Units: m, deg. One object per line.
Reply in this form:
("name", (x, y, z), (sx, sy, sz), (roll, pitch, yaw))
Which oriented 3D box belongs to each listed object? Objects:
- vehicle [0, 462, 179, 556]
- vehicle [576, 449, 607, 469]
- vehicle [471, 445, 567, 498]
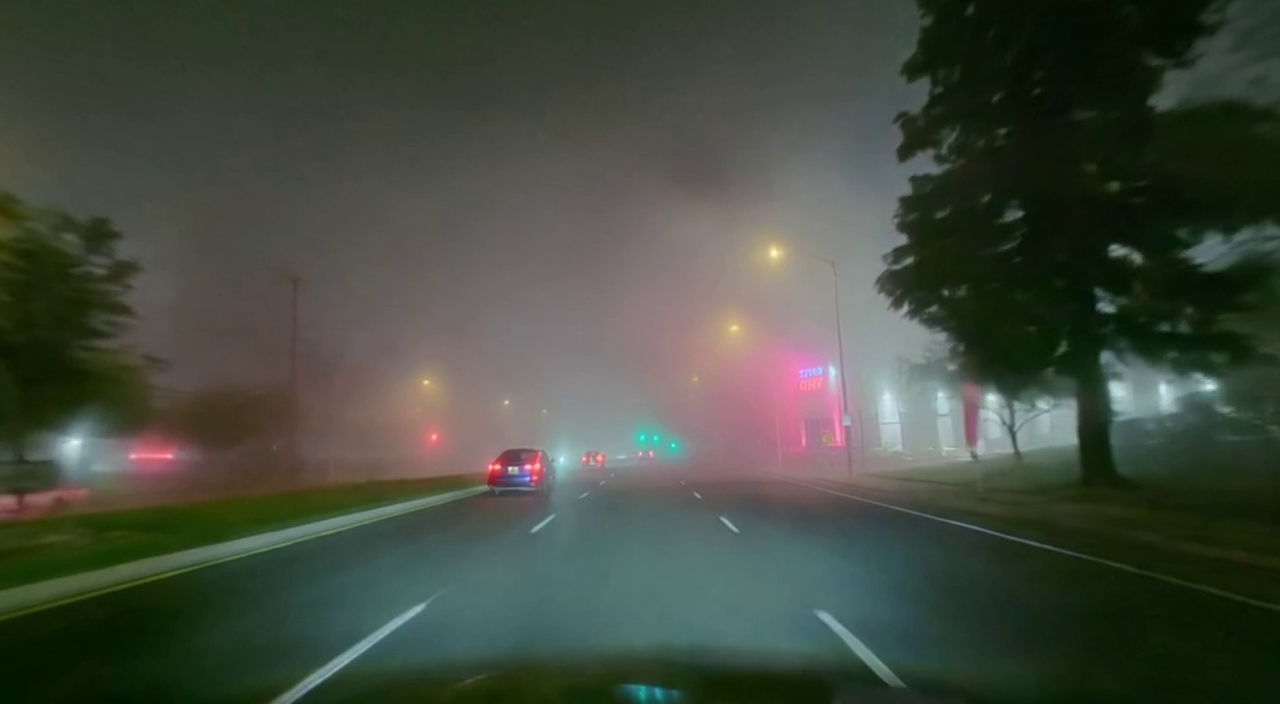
("vehicle", (-8.067, 1.842, 7.673), (2.700, 0.905, 2.928), (0, -9, -1))
("vehicle", (-3.754, 8.435, 49.590), (2.039, 1.479, 4.257), (0, -9, 0))
("vehicle", (-3.592, 3.634, 19.586), (2.076, 1.444, 4.328), (0, -9, 1))
